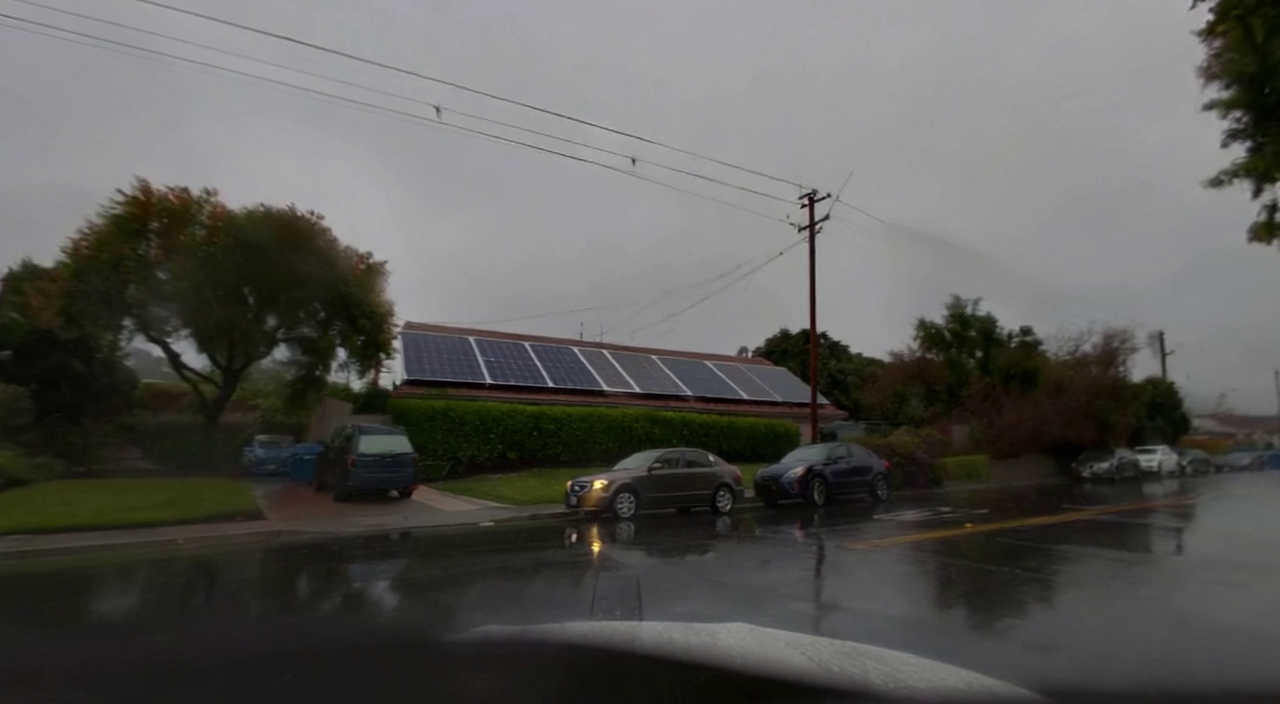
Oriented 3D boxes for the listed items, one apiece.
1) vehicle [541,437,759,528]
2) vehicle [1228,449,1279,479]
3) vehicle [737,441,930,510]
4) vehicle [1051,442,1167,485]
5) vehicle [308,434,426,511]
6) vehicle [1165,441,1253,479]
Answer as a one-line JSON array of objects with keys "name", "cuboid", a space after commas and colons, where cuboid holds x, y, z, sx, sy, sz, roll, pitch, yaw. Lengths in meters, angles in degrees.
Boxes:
[{"name": "vehicle", "cuboid": [0.264, 2.463, 12.211, 3.838, 1.488, 1.805, 7, -11, -33]}, {"name": "vehicle", "cuboid": [35.504, 6.351, 35.937, 4.068, 1.470, 1.921, 5, -9, -35]}, {"name": "vehicle", "cuboid": [4.717, 2.890, 15.164, 4.601, 1.406, 1.848, 5, -11, -33]}, {"name": "vehicle", "cuboid": [17.705, 4.249, 23.722, 4.676, 1.472, 1.901, 7, -14, -34]}, {"name": "vehicle", "cuboid": [-6.250, 2.608, 14.233, 1.876, 1.476, 3.484, 5, -9, -32]}, {"name": "vehicle", "cuboid": [27.019, 5.131, 29.880, 4.483, 1.563, 1.818, 9, -12, -32]}]
